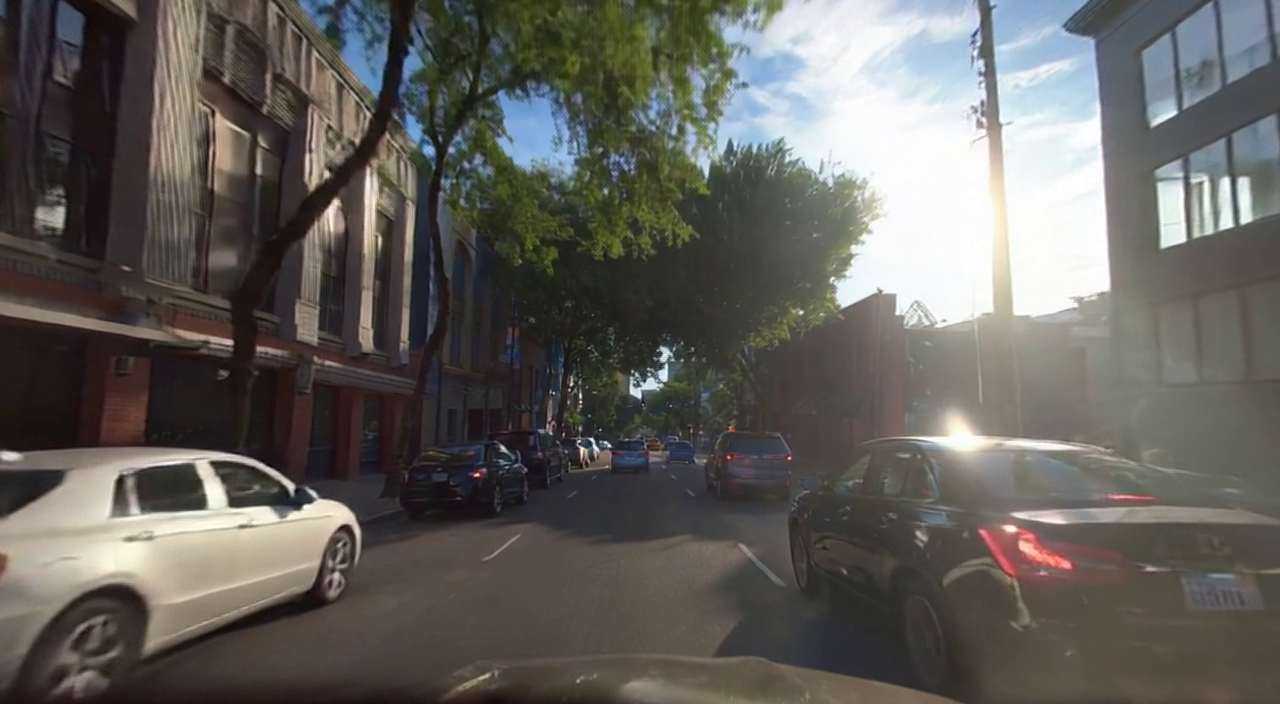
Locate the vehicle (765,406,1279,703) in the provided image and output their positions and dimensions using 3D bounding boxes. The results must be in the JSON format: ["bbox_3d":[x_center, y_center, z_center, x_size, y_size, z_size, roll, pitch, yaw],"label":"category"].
[{"bbox_3d":[2.449,1.280,4.557,2.080,1.495,4.591,0,-8,-1],"label":"vehicle"}]

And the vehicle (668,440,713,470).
[{"bbox_3d":[2.622,5.436,33.494,1.966,1.475,4.528,0,-8,-1],"label":"vehicle"}]

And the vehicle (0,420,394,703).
[{"bbox_3d":[-3.618,1.275,4.310,1.954,1.462,4.407,0,-8,2],"label":"vehicle"}]

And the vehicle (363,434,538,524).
[{"bbox_3d":[-3.536,2.460,12.839,1.972,1.471,4.795,0,-8,2],"label":"vehicle"}]

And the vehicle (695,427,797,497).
[{"bbox_3d":[2.822,3.051,17.842,2.002,1.707,4.547,0,-8,-1],"label":"vehicle"}]

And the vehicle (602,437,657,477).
[{"bbox_3d":[-0.374,4.157,25.180,2.007,1.460,3.923,0,-8,0],"label":"vehicle"}]
